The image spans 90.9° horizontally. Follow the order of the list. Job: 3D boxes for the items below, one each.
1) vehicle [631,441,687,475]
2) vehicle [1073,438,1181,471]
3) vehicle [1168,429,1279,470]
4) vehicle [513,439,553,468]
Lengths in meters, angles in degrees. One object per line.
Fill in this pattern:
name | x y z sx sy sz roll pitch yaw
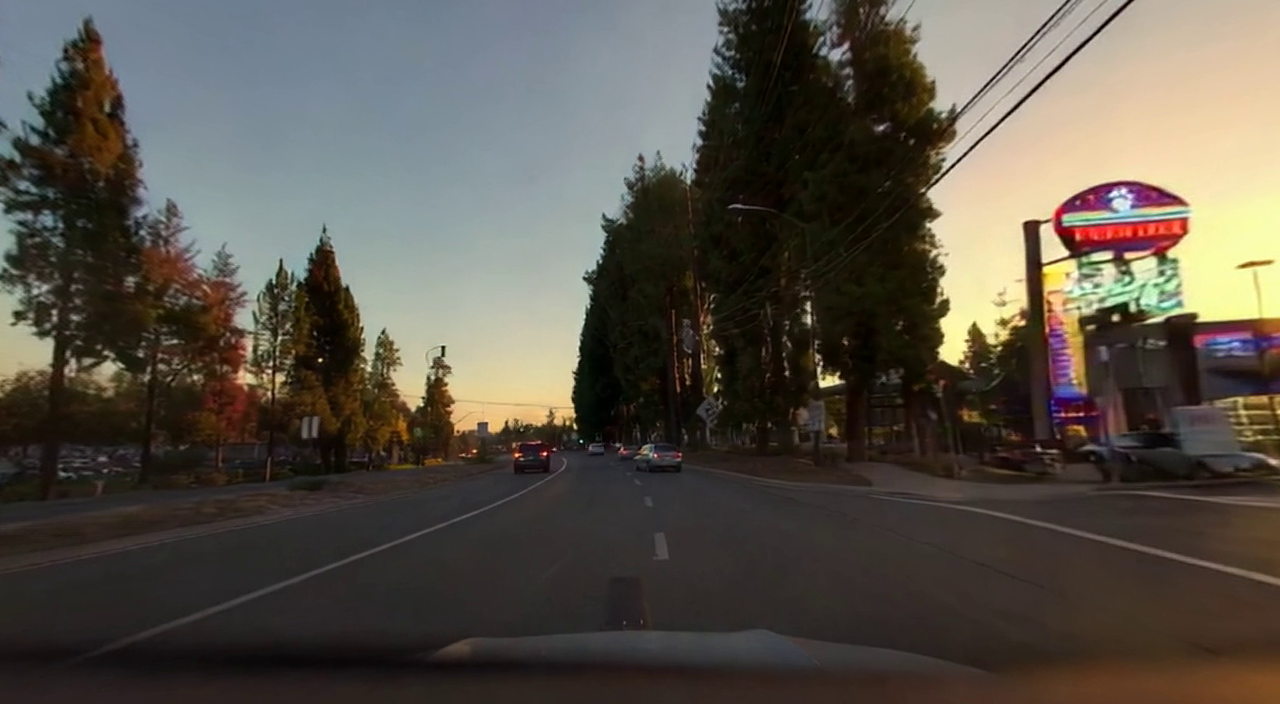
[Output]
vehicle | 0.791 4.947 29.717 2.130 1.476 4.453 1 -8 -4
vehicle | 27.452 5.812 35.723 4.350 1.447 1.696 -7 -10 14
vehicle | 25.359 4.103 26.233 4.834 1.495 1.785 1 -9 12
vehicle | -6.955 6.642 41.347 2.195 1.752 4.515 1 -8 -5
